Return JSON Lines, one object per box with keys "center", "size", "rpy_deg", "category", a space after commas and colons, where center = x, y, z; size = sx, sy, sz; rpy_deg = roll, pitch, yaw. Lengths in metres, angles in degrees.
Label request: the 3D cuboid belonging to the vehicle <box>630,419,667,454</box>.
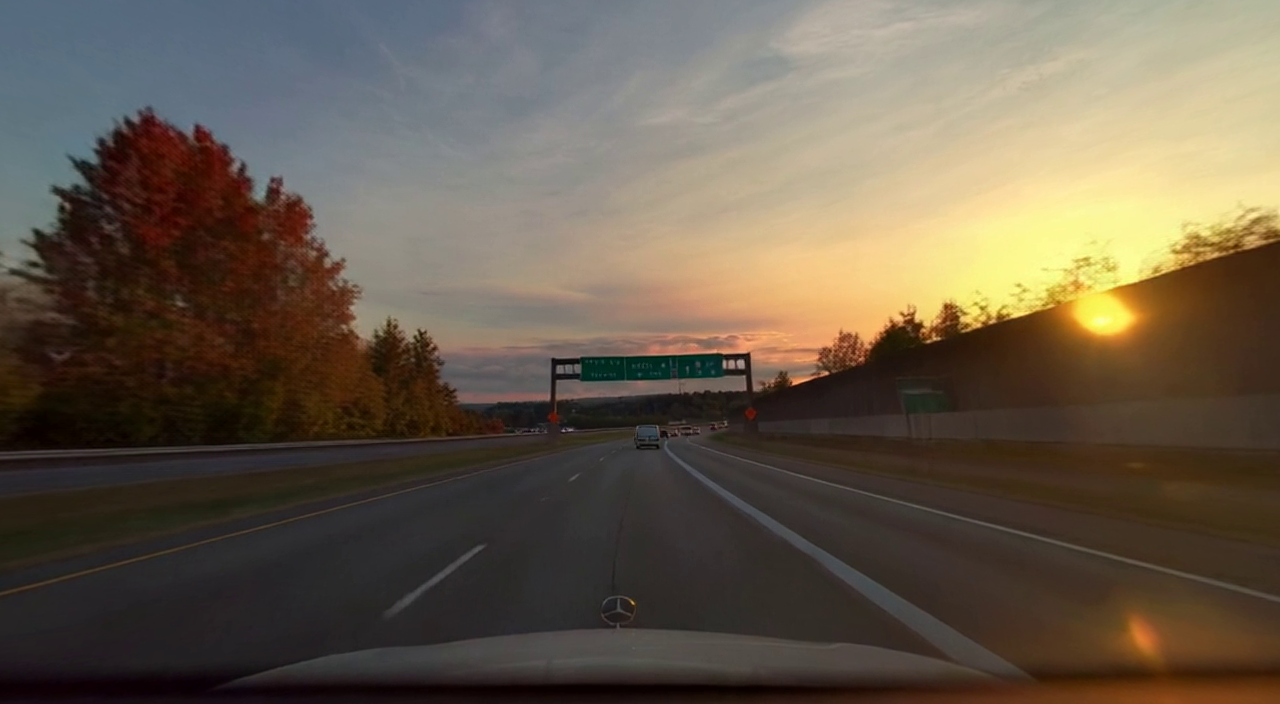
{"center": [0.577, 5.909, 44.098], "size": [2.450, 2.314, 4.753], "rpy_deg": [0, -8, 1], "category": "vehicle"}
